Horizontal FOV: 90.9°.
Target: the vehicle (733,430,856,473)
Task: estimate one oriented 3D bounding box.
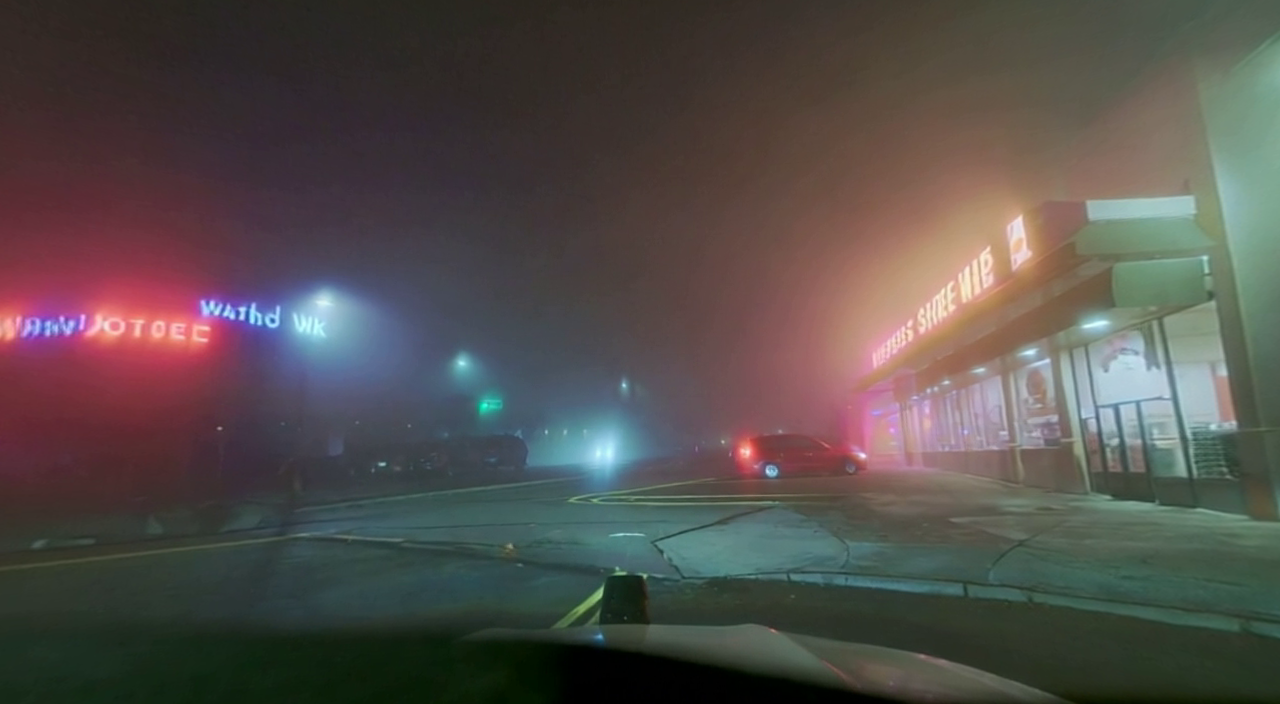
[{"bbox_3d":[6.527,4.183,26.613,4.706,1.663,1.993,-4,-9,24],"label":"vehicle"}]

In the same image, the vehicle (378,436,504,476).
[{"bbox_3d":[-8.524,4.451,27.163,4.814,1.618,1.869,-2,-9,10],"label":"vehicle"}]
